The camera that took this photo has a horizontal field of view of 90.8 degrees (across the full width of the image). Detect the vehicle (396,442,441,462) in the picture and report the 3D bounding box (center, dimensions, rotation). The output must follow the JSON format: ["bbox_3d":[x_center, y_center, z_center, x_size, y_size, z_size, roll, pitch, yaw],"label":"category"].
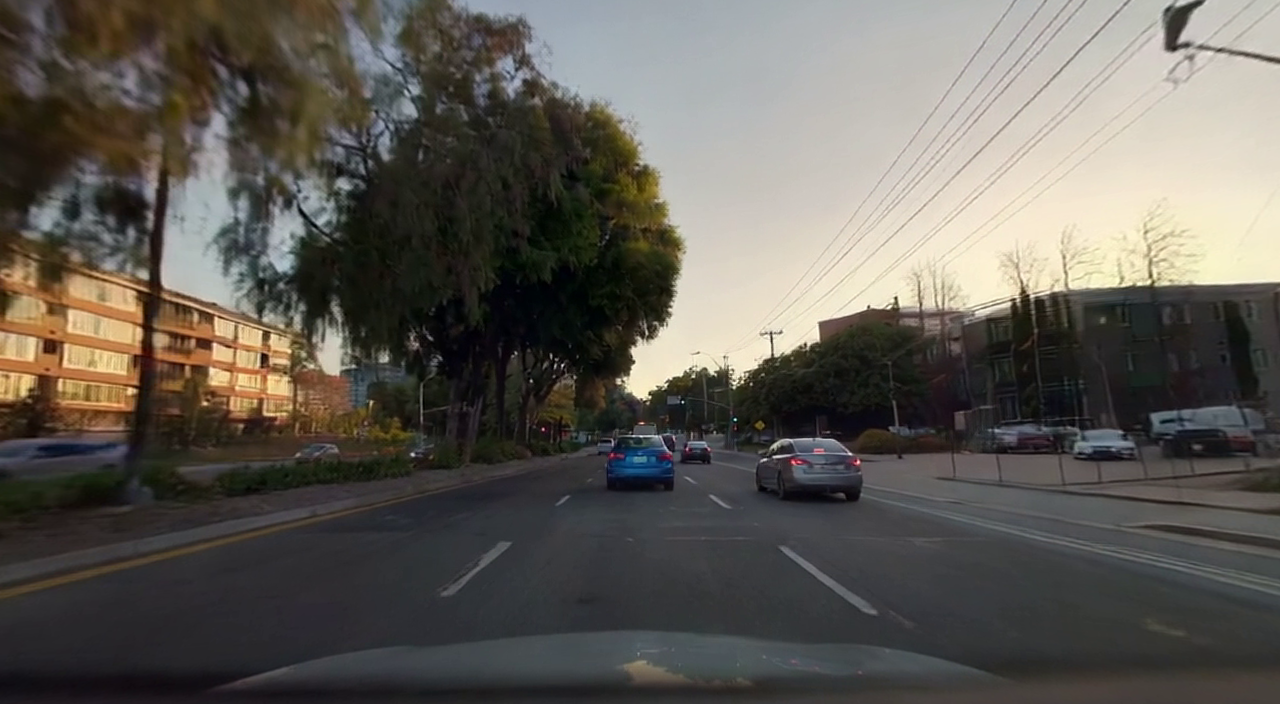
[{"bbox_3d":[-17.460,7.888,49.925,1.873,1.459,4.447,0,-8,1],"label":"vehicle"}]

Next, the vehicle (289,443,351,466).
[{"bbox_3d":[-21.545,6.916,42.734,1.821,1.485,4.393,0,-8,0],"label":"vehicle"}]

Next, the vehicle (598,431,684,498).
[{"bbox_3d":[-0.013,3.039,17.389,2.073,1.606,3.933,0,-8,-1],"label":"vehicle"}]

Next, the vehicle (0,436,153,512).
[{"bbox_3d":[-13.730,2.686,14.246,2.031,1.490,4.284,0,-8,0],"label":"vehicle"}]

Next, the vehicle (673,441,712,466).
[{"bbox_3d":[3.318,6.504,40.593,2.054,1.461,4.321,0,-8,-1],"label":"vehicle"}]

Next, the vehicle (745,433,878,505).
[{"bbox_3d":[4.112,2.883,16.037,2.086,1.534,4.351,0,-8,-1],"label":"vehicle"}]
